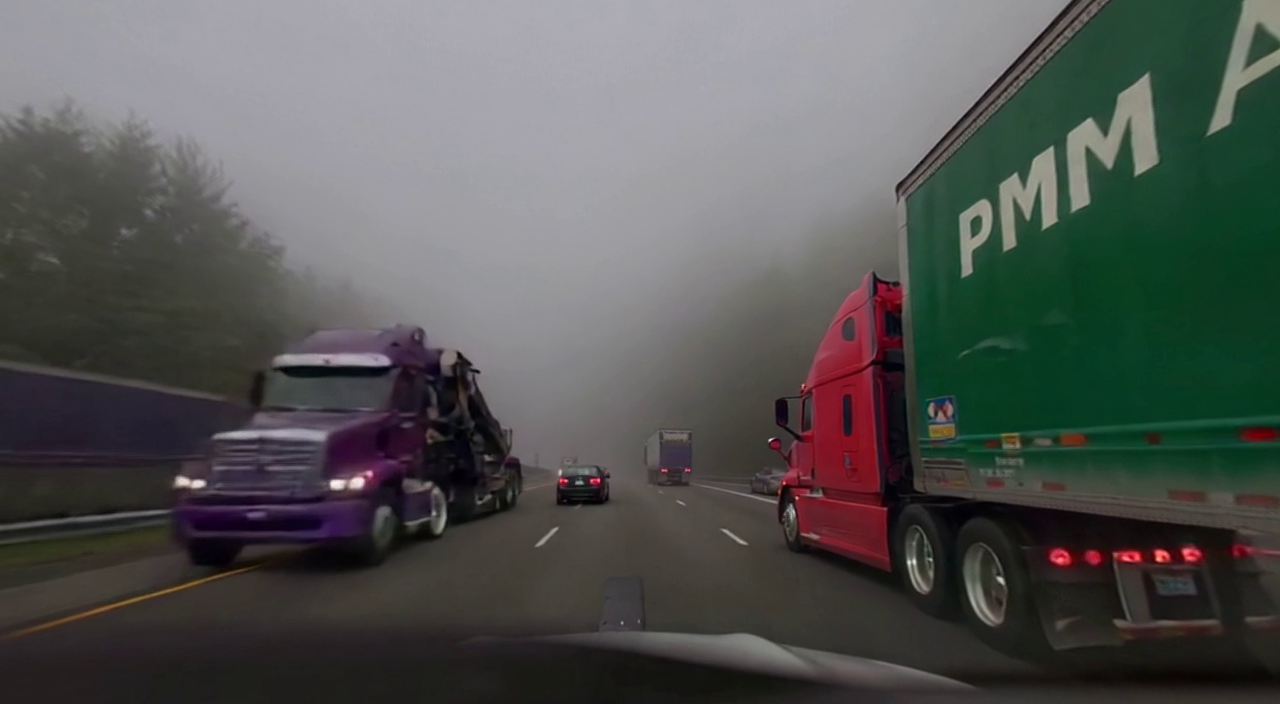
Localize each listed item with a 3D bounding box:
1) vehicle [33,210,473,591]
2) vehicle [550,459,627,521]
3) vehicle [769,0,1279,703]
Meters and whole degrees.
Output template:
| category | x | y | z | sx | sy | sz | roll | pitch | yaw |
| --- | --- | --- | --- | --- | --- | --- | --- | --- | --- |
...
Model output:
| category | x | y | z | sx | sy | sz | roll | pitch | yaw |
| --- | --- | --- | --- | --- | --- | --- | --- | --- | --- |
| vehicle | -4.838 | 0.901 | 9.556 | 3.099 | 4.220 | 5.196 | 1 | -10 | -1 |
| vehicle | -1.426 | 4.130 | 19.267 | 2.010 | 1.580 | 4.949 | 1 | -10 | -1 |
| vehicle | 3.900 | 0.212 | 4.133 | 2.856 | 4.040 | 14.009 | 1 | -10 | -1 |
